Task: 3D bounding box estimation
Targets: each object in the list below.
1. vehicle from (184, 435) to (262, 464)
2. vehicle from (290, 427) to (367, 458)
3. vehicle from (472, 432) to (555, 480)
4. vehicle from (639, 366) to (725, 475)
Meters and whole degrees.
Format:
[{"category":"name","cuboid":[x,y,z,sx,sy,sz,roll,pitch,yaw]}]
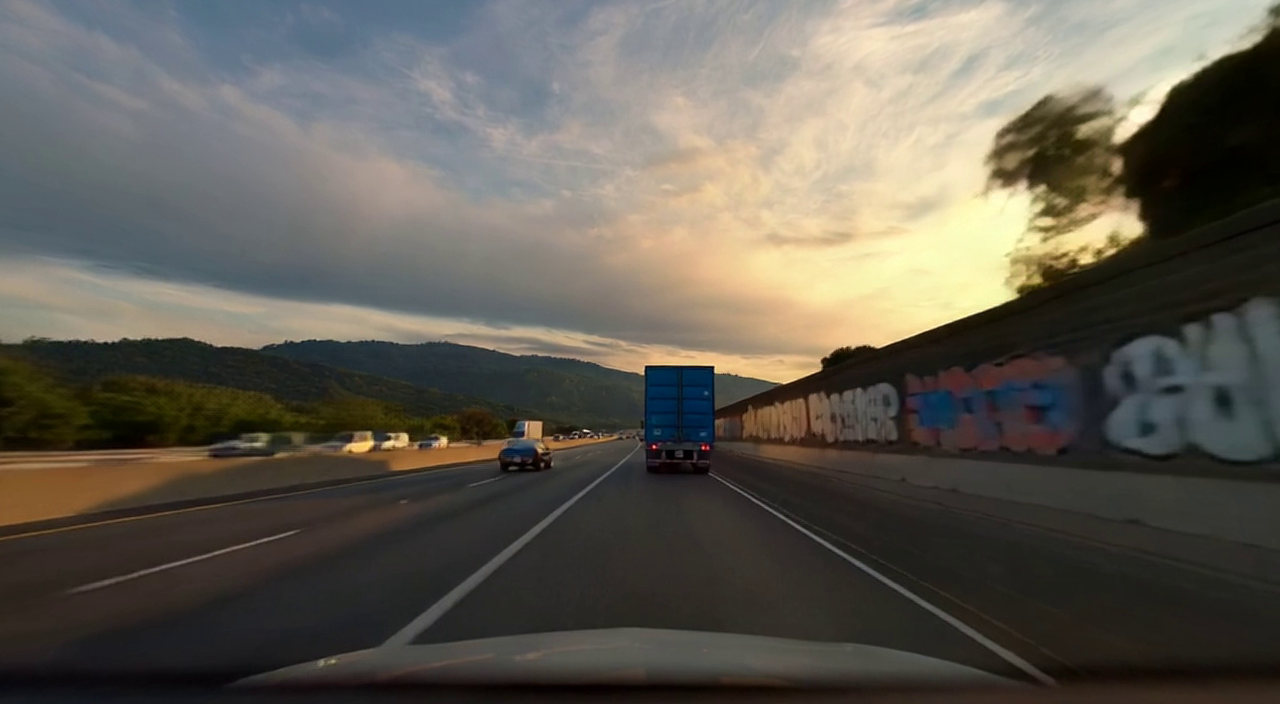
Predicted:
[{"category":"vehicle","cuboid":[-21.396,5.003,32.501,1.626,1.381,3.464,0,-8,-1]},{"category":"vehicle","cuboid":[-17.860,5.208,36.413,2.020,1.712,4.580,0,-8,1]},{"category":"vehicle","cuboid":[-4.470,3.731,23.034,1.982,1.535,4.519,0,-8,2]},{"category":"vehicle","cuboid":[1.448,3.081,27.289,2.921,3.765,10.773,0,-8,0]}]
